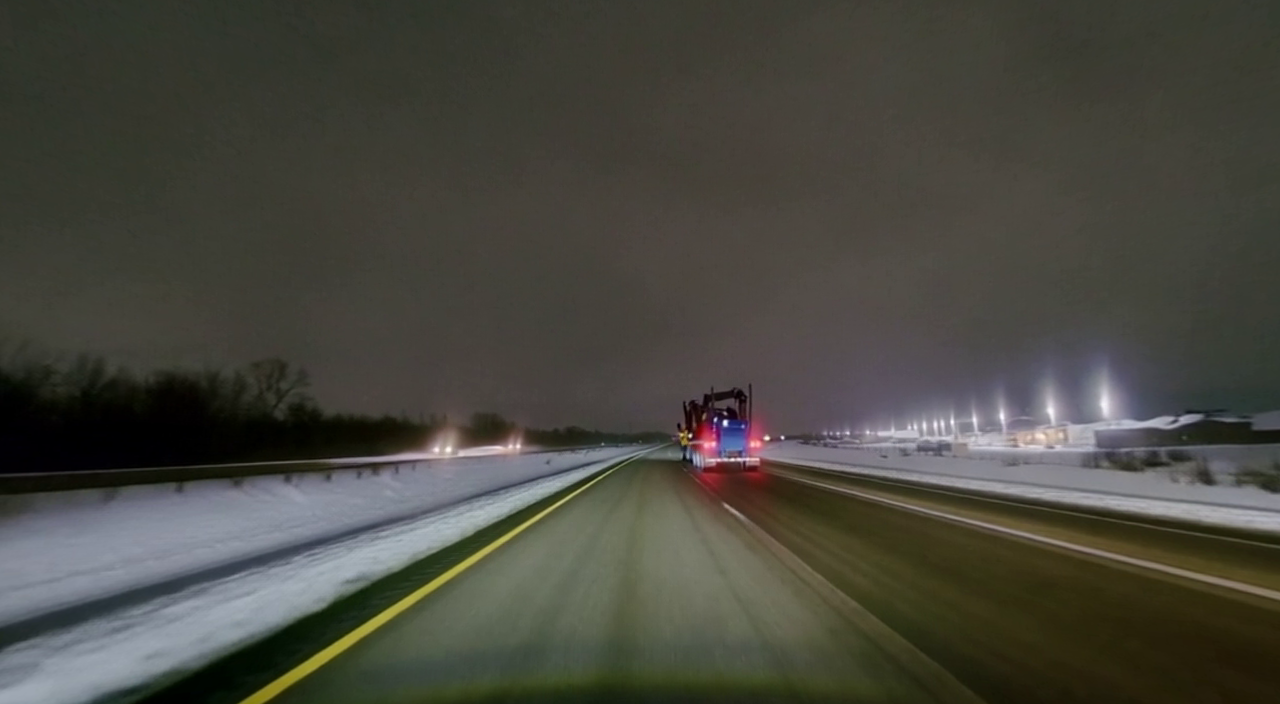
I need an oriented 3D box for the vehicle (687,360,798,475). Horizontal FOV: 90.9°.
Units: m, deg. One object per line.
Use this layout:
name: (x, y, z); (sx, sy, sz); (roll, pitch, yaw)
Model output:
vehicle: (3.785, 2.746, 25.211); (3.279, 3.956, 6.541); (0, -9, 0)
